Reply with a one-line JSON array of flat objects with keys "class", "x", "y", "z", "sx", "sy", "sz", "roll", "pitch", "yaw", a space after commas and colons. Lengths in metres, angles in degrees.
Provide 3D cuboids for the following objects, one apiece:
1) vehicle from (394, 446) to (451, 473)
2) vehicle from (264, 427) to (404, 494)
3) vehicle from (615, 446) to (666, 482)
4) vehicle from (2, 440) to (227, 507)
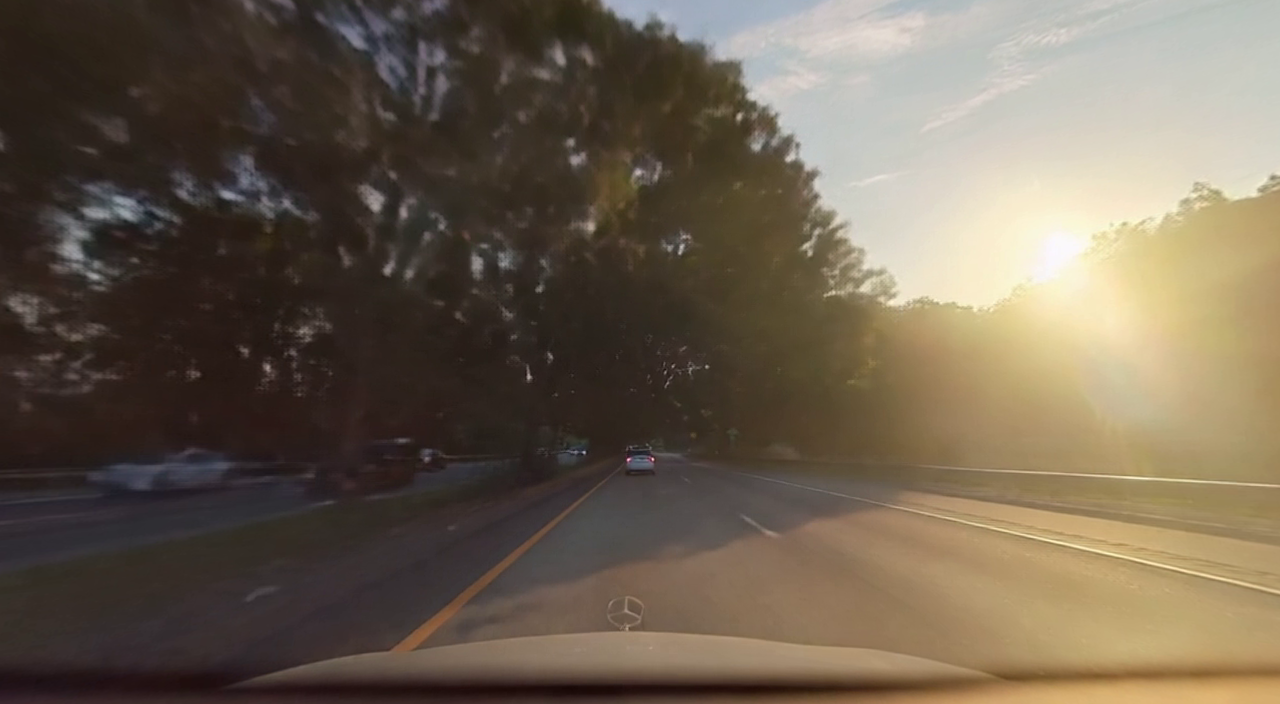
[{"class": "vehicle", "x": -12.917, "y": 6.378, "z": 37.683, "sx": 1.876, "sy": 1.472, "sz": 4.338, "roll": 0, "pitch": -9, "yaw": 0}, {"class": "vehicle", "x": -9.062, "y": 3.252, "z": 19.166, "sx": 2.002, "sy": 1.777, "sz": 4.357, "roll": 0, "pitch": -9, "yaw": 0}, {"class": "vehicle", "x": -0.009, "y": 5.017, "z": 28.532, "sx": 2.114, "sy": 1.523, "sz": 4.012, "roll": 0, "pitch": -9, "yaw": -1}, {"class": "vehicle", "x": -12.897, "y": 2.986, "z": 15.957, "sx": 1.866, "sy": 1.439, "sz": 4.436, "roll": 0, "pitch": -9, "yaw": 0}]
